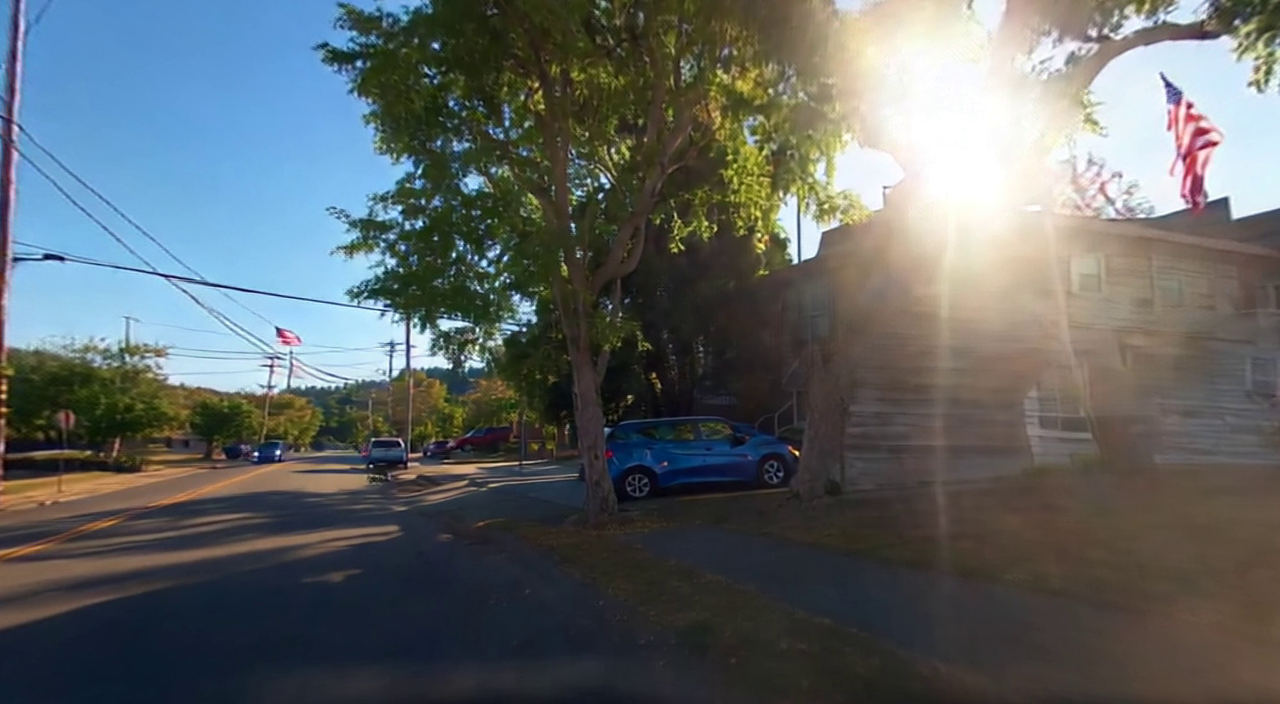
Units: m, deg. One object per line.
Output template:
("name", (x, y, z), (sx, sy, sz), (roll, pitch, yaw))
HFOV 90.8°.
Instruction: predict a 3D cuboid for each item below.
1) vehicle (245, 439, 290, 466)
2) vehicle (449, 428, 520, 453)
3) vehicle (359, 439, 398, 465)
("vehicle", (-25.869, 6.968, 44.012), (2.086, 1.798, 4.511), (3, -9, -23))
("vehicle", (-11.405, 6.491, 46.313), (4.767, 1.735, 1.920), (4, -9, -24))
("vehicle", (-15.856, 6.054, 38.249), (1.941, 1.460, 4.206), (4, -9, -24))
